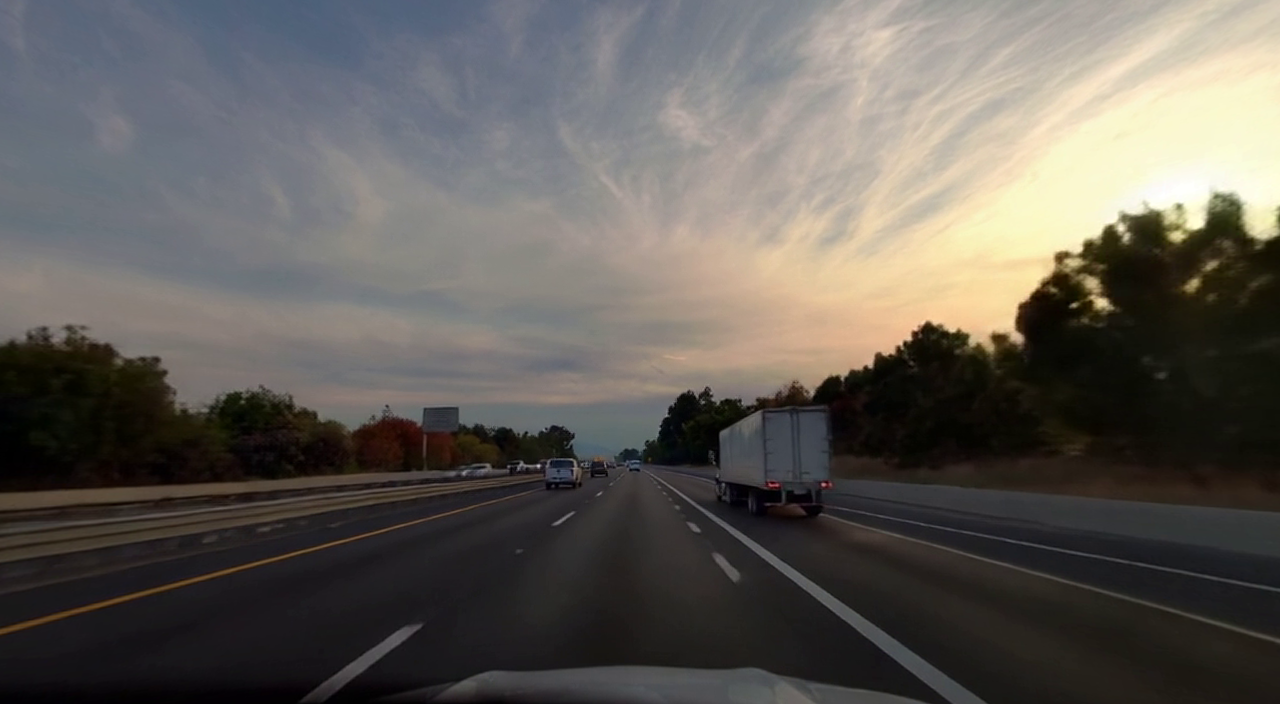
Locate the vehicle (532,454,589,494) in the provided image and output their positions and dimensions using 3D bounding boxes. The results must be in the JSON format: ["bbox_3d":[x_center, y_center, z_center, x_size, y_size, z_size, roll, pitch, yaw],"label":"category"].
[{"bbox_3d":[-4.016,6.307,32.669,2.272,1.873,4.832,1,-11,0],"label":"vehicle"}]

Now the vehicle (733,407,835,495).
[{"bbox_3d":[7.415,5.623,34.143,3.235,4.088,9.243,1,-12,0],"label":"vehicle"}]
